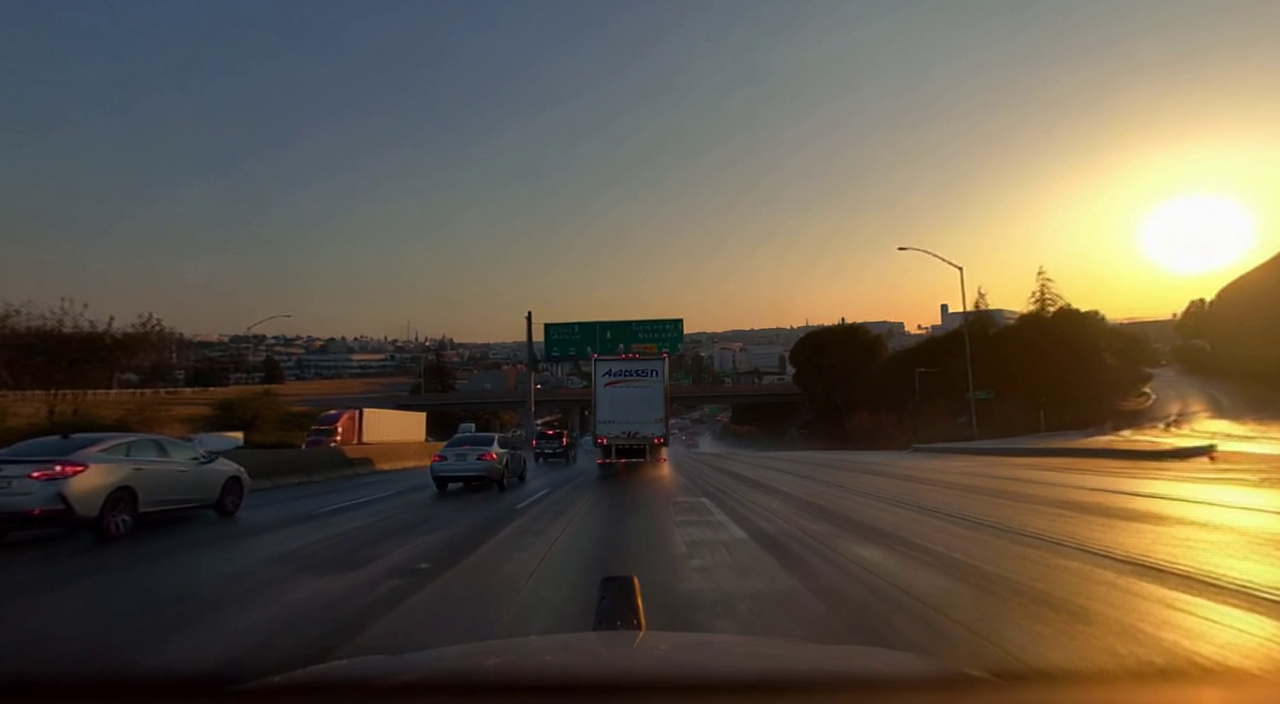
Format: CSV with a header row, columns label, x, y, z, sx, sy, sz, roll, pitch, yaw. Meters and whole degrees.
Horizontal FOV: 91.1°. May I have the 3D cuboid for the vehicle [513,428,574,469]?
label,x,y,z,sx,sy,sz,roll,pitch,yaw
vehicle,-4.074,4.122,27.100,1.946,1.599,4.073,0,-8,0

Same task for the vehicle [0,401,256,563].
label,x,y,z,sx,sy,sz,roll,pitch,yaw
vehicle,-7.777,1.663,8.814,1.998,1.698,4.461,0,-8,-1

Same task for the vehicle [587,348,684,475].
label,x,y,z,sx,sy,sz,roll,pitch,yaw
vehicle,-0.301,2.679,26.287,3.171,4.204,11.036,0,-8,-2

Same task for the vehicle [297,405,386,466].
label,x,y,z,sx,sy,sz,roll,pitch,yaw
vehicle,-22.005,6.220,46.845,3.113,4.229,6.375,0,-8,3

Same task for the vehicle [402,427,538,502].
label,x,y,z,sx,sy,sz,roll,pitch,yaw
vehicle,-3.838,2.601,15.048,1.964,1.507,4.361,0,-8,1
